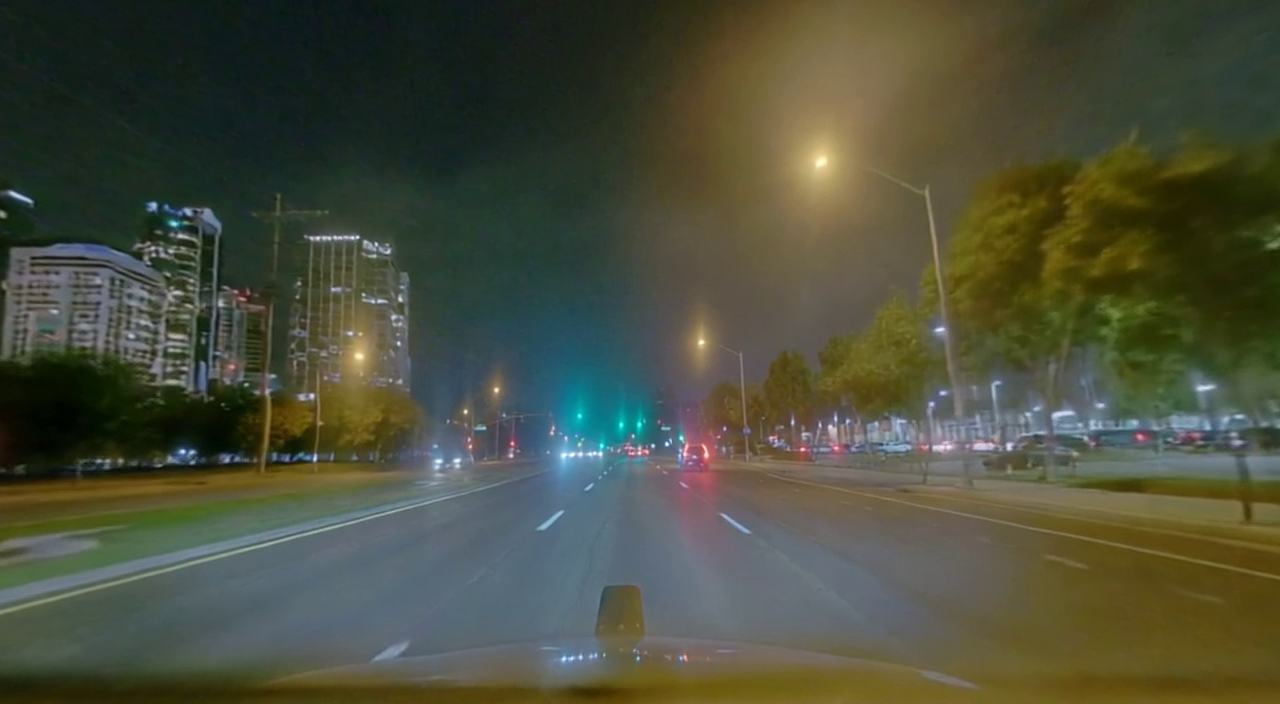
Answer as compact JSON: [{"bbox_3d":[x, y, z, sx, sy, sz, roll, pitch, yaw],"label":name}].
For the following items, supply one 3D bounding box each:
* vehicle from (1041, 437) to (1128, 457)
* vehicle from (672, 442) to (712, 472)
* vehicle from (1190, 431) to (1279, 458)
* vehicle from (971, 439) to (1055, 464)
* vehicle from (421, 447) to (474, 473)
[{"bbox_3d":[34.487,7.377,49.081,4.993,1.444,2.237,-1,-9,2],"label":"vehicle"},{"bbox_3d":[3.218,6.625,40.052,2.069,1.761,4.610,0,-9,-1],"label":"vehicle"},{"bbox_3d":[34.377,5.254,35.779,4.468,1.455,1.910,-1,-9,3],"label":"vehicle"},{"bbox_3d":[22.915,6.108,38.895,3.845,1.471,2.043,0,-9,-1],"label":"vehicle"},{"bbox_3d":[-12.768,7.191,42.274,1.975,1.638,4.706,-1,-9,1],"label":"vehicle"}]
